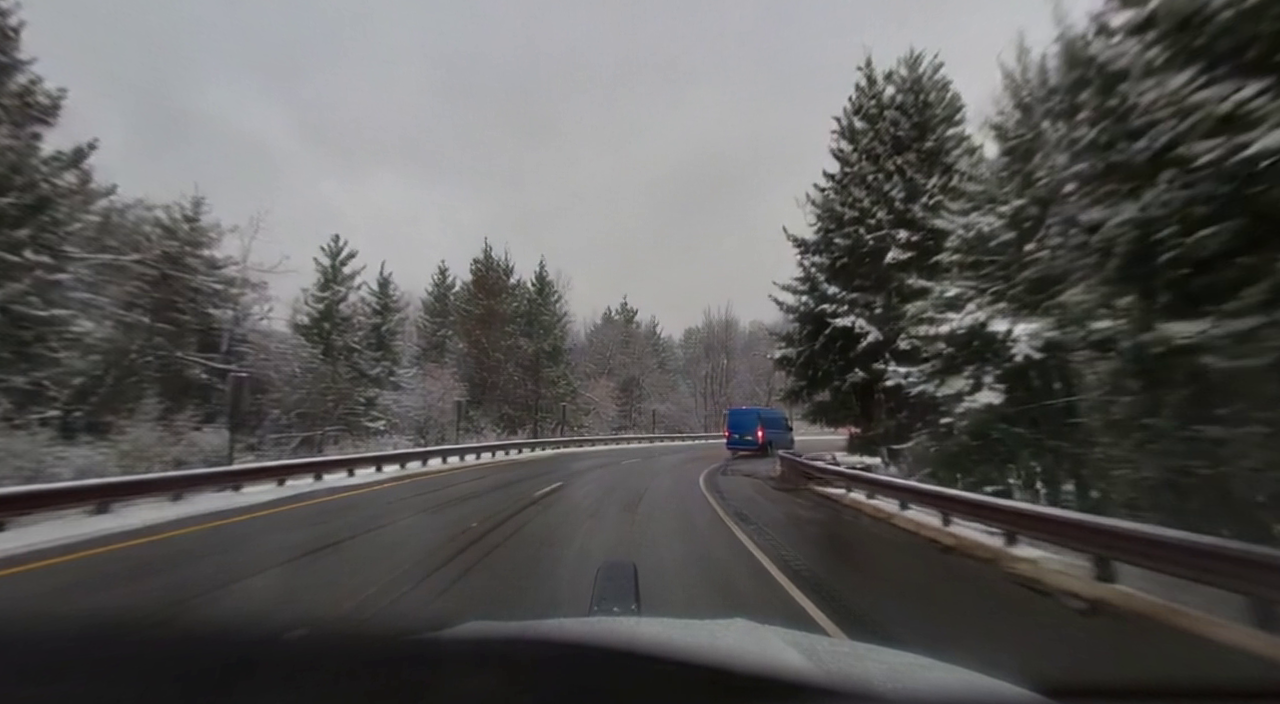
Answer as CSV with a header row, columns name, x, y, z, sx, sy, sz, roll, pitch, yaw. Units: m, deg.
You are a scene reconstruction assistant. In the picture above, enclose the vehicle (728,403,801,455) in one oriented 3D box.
name,x,y,z,sx,sy,sz,roll,pitch,yaw
vehicle,6.898,4.222,34.474,2.352,2.577,5.330,-4,-9,29
